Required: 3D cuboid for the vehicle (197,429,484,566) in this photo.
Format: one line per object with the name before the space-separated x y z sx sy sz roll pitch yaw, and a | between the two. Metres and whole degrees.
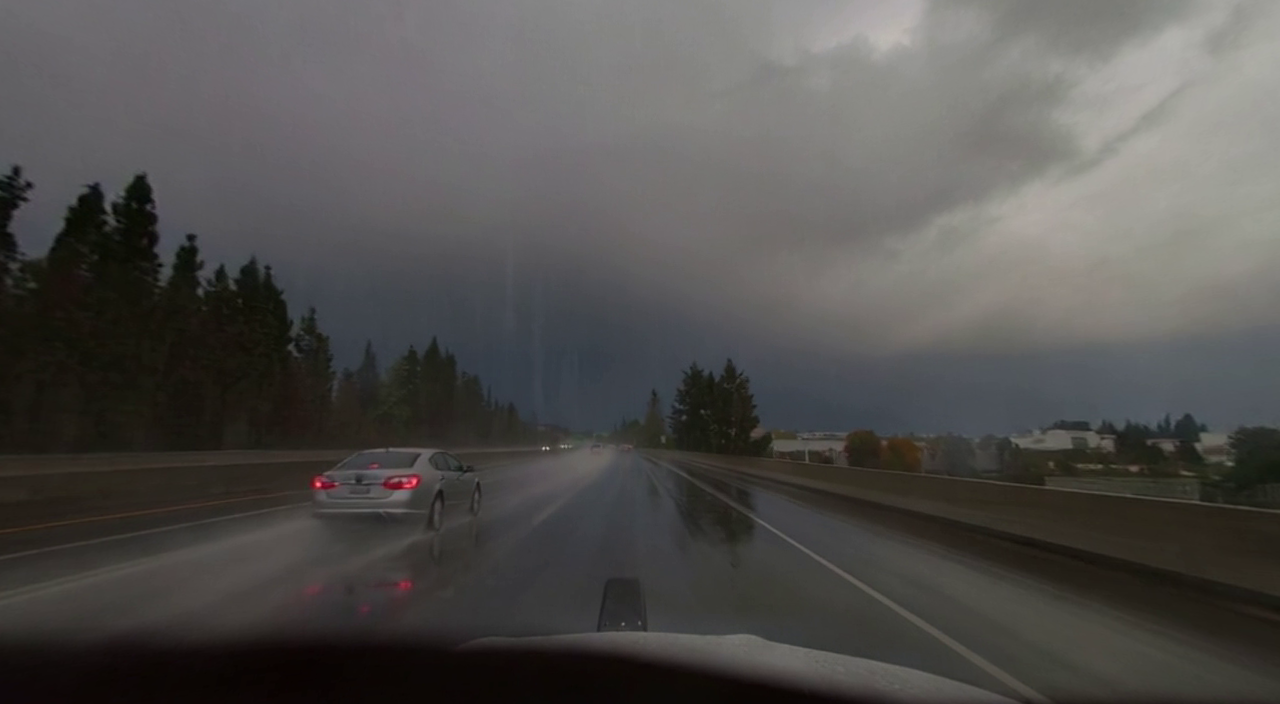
vehicle | -3.949 1.994 9.434 2.017 1.522 4.569 0 -9 0
